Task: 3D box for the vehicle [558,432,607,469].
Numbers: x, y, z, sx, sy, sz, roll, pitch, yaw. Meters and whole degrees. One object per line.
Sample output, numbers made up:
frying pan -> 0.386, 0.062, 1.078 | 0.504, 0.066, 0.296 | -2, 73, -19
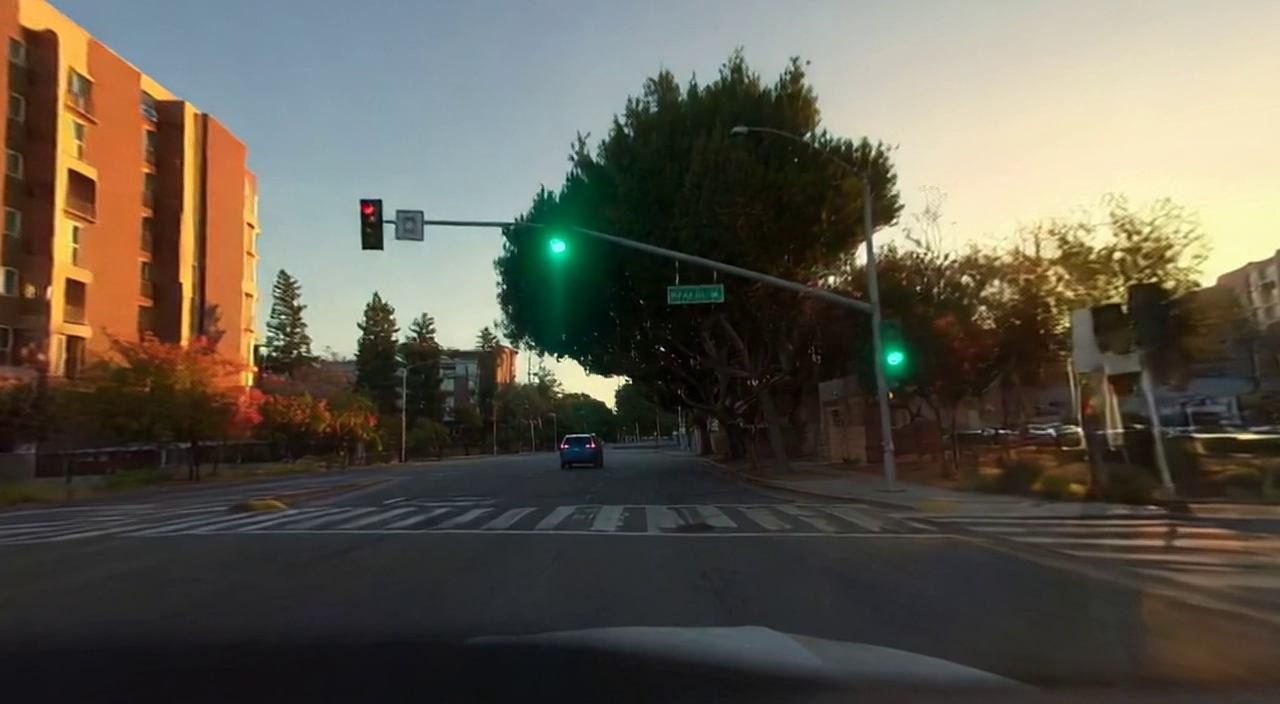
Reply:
vehicle -> -2.942, 5.146, 33.108 | 2.123, 1.799, 4.425 | 0, -8, 1
